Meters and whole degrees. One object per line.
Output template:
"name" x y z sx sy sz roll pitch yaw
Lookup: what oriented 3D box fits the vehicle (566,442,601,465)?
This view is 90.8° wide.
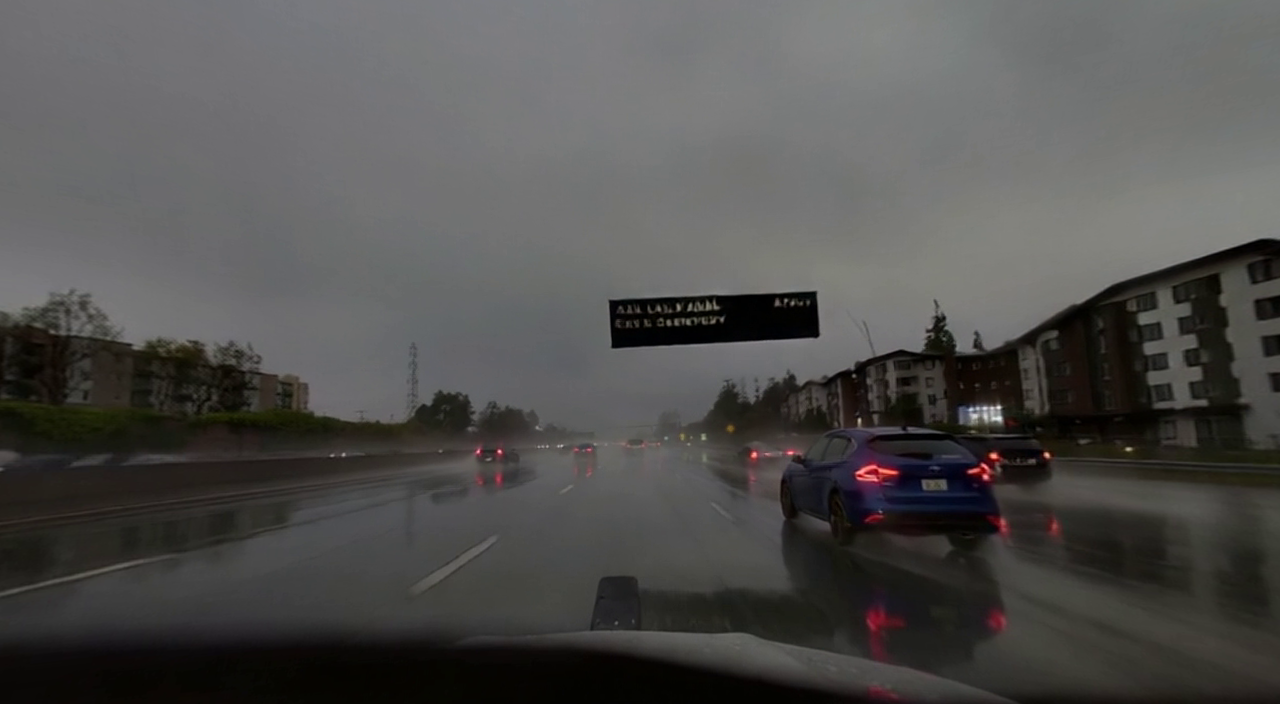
"vehicle" -3.818 6.925 43.181 2.002 1.466 4.378 0 -9 0

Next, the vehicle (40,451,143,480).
"vehicle" -30.582 6.318 35.417 1.787 1.427 4.405 0 -9 0

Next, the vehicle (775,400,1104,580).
"vehicle" 3.332 1.632 8.236 2.080 1.694 4.286 0 -9 -1

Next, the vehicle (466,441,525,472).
"vehicle" -7.560 5.491 33.482 2.021 1.496 4.495 0 -9 1

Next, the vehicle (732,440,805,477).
"vehicle" 5.412 4.543 27.252 2.061 1.459 4.273 0 -9 -3
